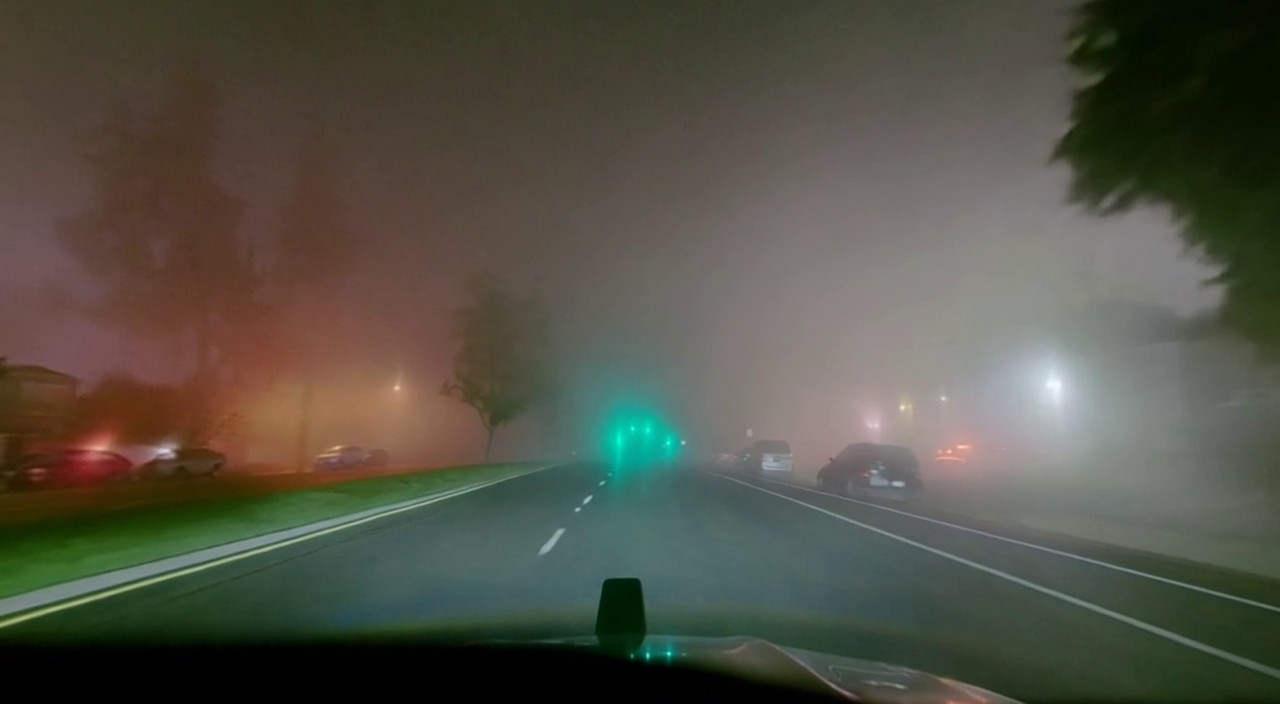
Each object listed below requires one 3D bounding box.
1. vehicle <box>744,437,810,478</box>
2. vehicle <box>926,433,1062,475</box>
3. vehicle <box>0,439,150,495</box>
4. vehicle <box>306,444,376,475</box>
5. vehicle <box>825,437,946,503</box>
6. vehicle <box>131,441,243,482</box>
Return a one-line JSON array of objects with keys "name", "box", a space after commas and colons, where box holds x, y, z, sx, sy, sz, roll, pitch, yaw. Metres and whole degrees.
[{"name": "vehicle", "box": [6.754, 5.268, 31.544, 2.032, 1.844, 4.964, 0, -9, -2]}, {"name": "vehicle", "box": [15.118, 4.379, 27.056, 4.554, 1.727, 2.085, 0, -9, 3]}, {"name": "vehicle", "box": [-21.367, 4.251, 23.612, 1.990, 1.844, 4.902, 0, -9, -2]}, {"name": "vehicle", "box": [-20.873, 7.467, 44.085, 2.196, 1.854, 5.677, -1, -7, -1]}, {"name": "vehicle", "box": [7.086, 3.436, 18.702, 1.910, 1.686, 4.399, 0, -9, 2]}, {"name": "vehicle", "box": [-21.431, 5.200, 30.011, 1.901, 1.785, 4.676, 0, -9, -1]}]
